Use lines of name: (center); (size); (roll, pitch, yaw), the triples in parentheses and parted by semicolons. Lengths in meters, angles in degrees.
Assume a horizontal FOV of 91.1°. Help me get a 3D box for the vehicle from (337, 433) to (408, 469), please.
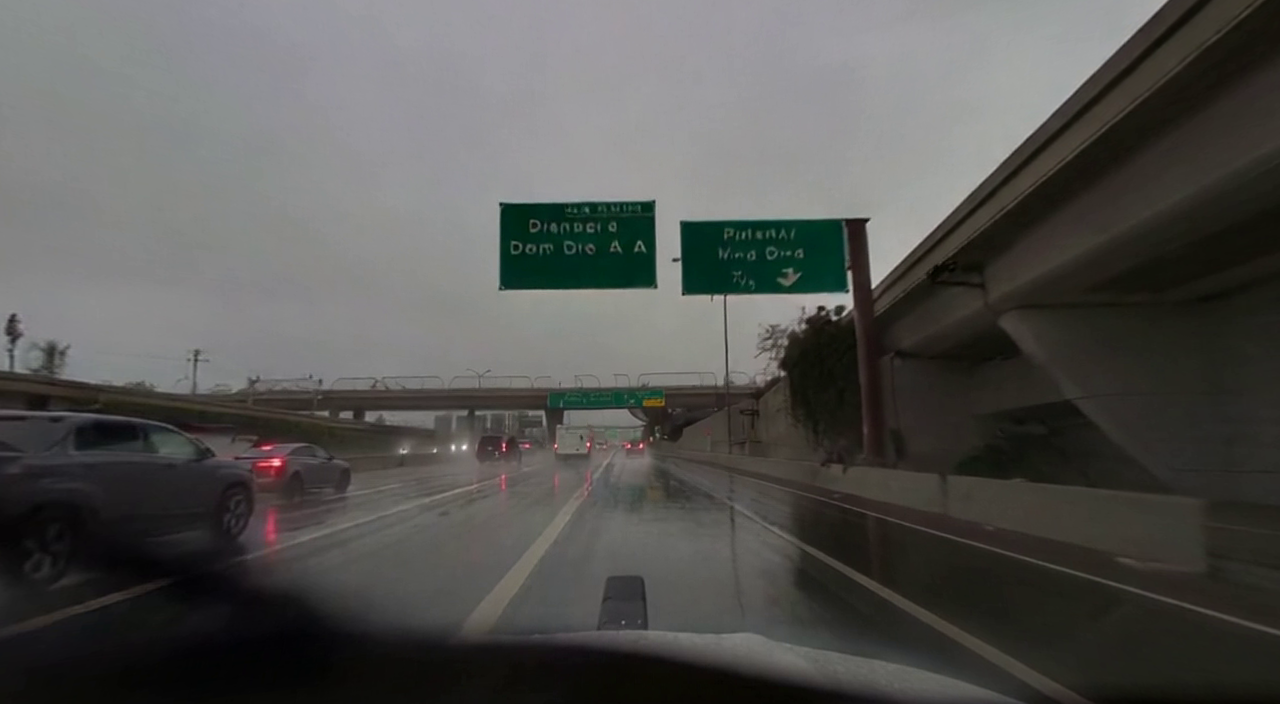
vehicle: (-17.308, 6.416, 40.999); (2.258, 2.139, 5.495); (0, -8, -1)

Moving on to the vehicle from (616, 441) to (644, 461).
vehicle: (-0.805, 7.764, 49.356); (2.079, 1.506, 4.488); (0, -8, -2)

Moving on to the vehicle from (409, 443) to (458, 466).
vehicle: (-13.919, 6.897, 42.543); (1.899, 1.485, 4.368); (0, -8, -1)

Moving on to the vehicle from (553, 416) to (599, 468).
vehicle: (-3.733, 5.465, 38.031); (2.301, 2.843, 6.458); (0, -8, -2)

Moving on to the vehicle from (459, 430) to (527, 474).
vehicle: (-7.017, 4.823, 30.465); (2.179, 1.948, 4.618); (0, -8, 0)

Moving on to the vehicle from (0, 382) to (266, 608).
vehicle: (-6.344, 1.249, 5.708); (2.355, 1.805, 5.938); (0, -8, -2)
